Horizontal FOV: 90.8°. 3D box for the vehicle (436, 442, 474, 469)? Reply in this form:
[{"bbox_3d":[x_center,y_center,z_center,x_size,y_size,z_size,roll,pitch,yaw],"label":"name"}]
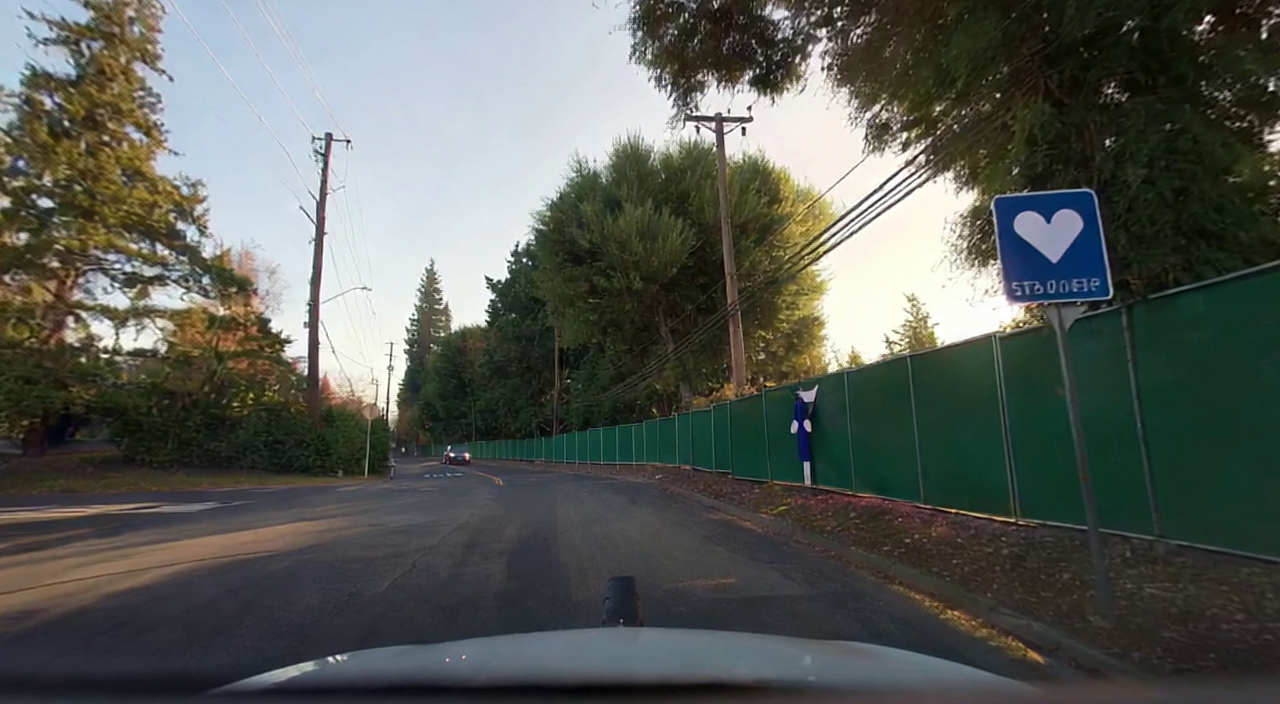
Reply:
[{"bbox_3d":[-14.038,7.762,47.668,2.185,1.901,4.177,3,-9,-23],"label":"vehicle"}]
